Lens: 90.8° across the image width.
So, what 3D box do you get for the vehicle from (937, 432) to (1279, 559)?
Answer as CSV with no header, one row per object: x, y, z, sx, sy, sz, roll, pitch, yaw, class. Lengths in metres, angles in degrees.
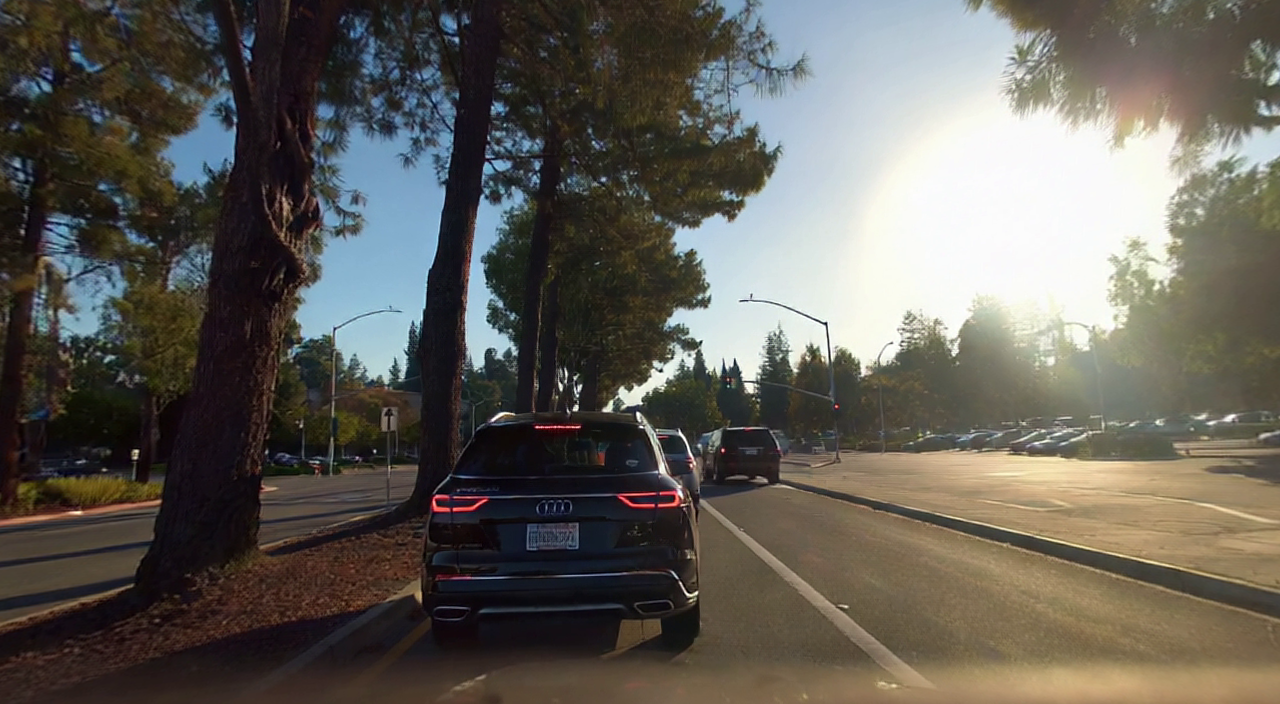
6.583,2.010,9.657,1.894,1.445,4.565,0,-9,0,vehicle

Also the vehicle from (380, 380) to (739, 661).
-0.440,1.346,6.089,2.201,1.709,4.271,0,-9,2,vehicle

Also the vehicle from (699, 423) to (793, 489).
3.353,3.431,21.056,2.200,1.909,4.853,0,-9,-1,vehicle

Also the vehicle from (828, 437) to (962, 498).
6.951,3.188,17.826,1.890,1.489,4.415,0,-9,-1,vehicle
